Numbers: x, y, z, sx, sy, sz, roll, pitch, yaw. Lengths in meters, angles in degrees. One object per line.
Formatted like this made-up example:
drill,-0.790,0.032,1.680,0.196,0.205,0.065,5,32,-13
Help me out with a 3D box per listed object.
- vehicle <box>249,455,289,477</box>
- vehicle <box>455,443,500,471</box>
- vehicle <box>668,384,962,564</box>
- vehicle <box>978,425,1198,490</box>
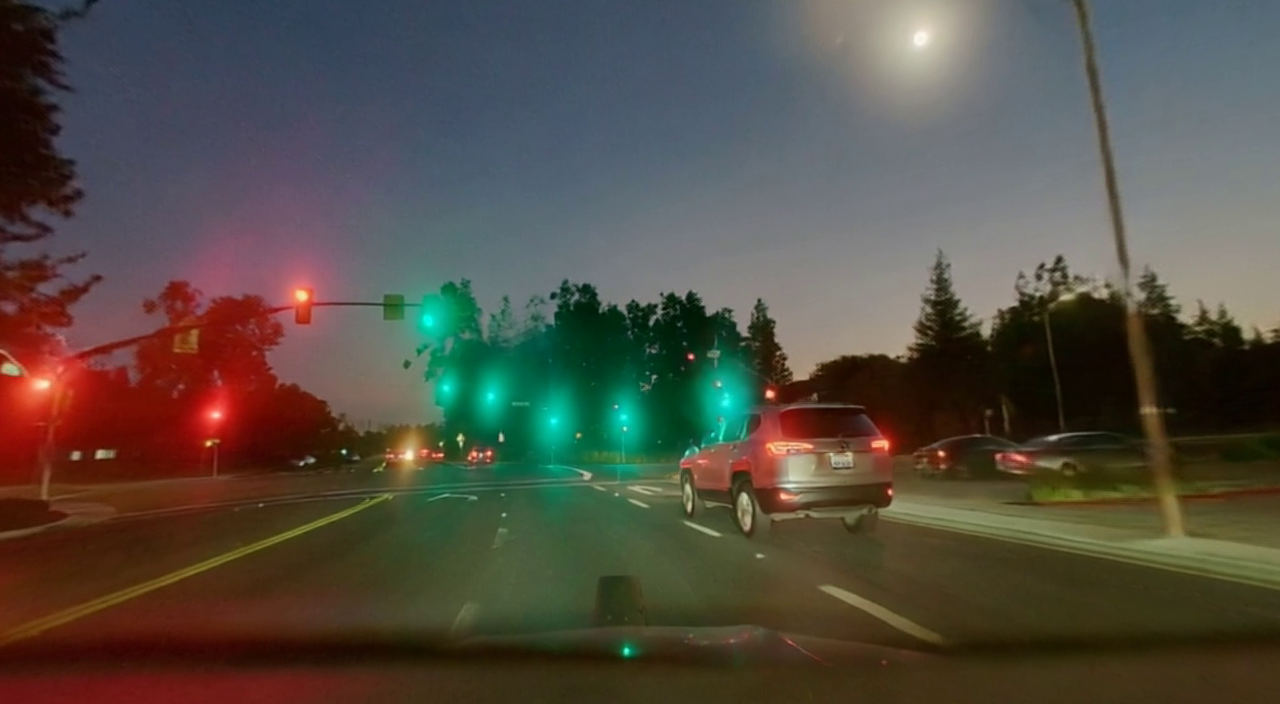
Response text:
vehicle,-28.788,8.821,49.017,1.955,1.509,4.640,0,-8,-21
vehicle,-10.798,6.873,41.686,2.138,1.729,4.178,4,-9,-24
vehicle,2.250,1.841,10.314,2.338,2.063,5.592,1,-9,-11
vehicle,11.414,2.697,16.269,4.169,1.527,2.053,0,-9,-6
